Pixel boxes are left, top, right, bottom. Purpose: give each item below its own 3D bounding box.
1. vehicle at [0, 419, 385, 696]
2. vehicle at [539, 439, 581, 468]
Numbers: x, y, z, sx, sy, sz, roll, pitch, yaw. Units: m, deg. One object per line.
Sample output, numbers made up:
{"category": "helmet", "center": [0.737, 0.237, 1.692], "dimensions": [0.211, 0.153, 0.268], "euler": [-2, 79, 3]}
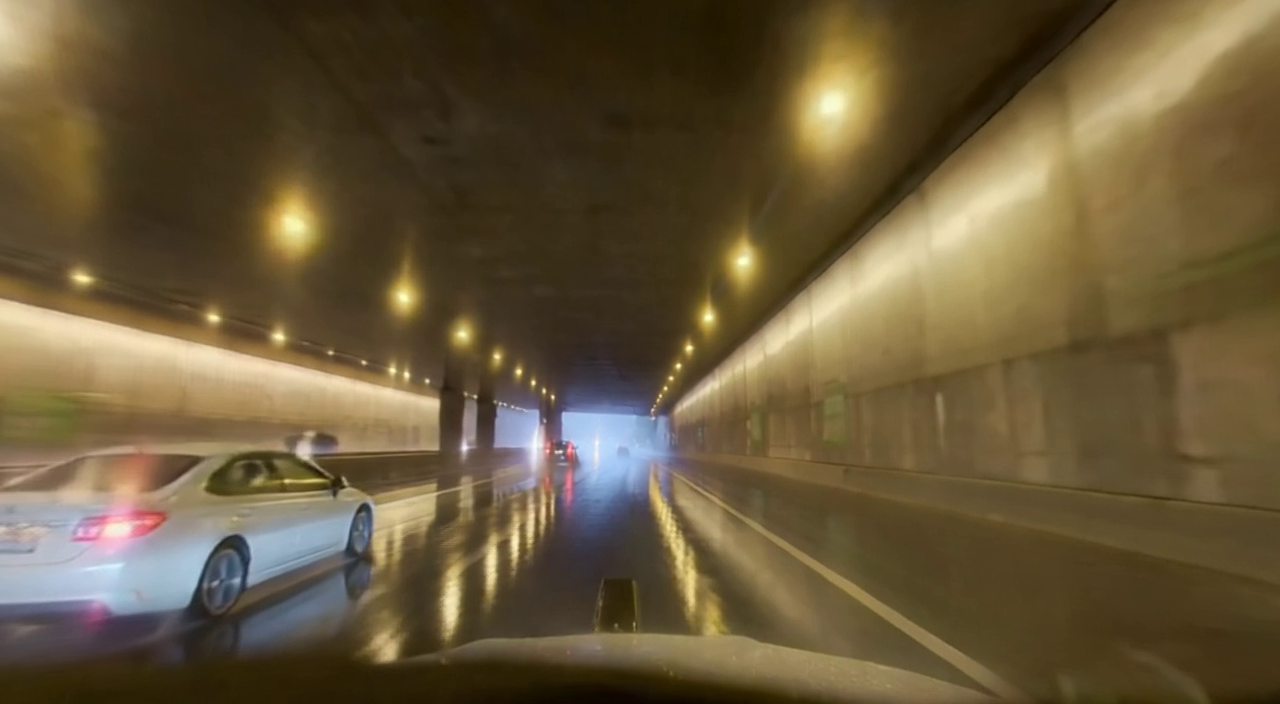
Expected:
{"category": "vehicle", "center": [-4.046, 1.379, 5.449], "dimensions": [1.885, 1.424, 4.230], "euler": [-1, -8, 0]}
{"category": "vehicle", "center": [-4.503, 5.750, 35.900], "dimensions": [1.973, 1.474, 4.199], "euler": [0, -8, -1]}
